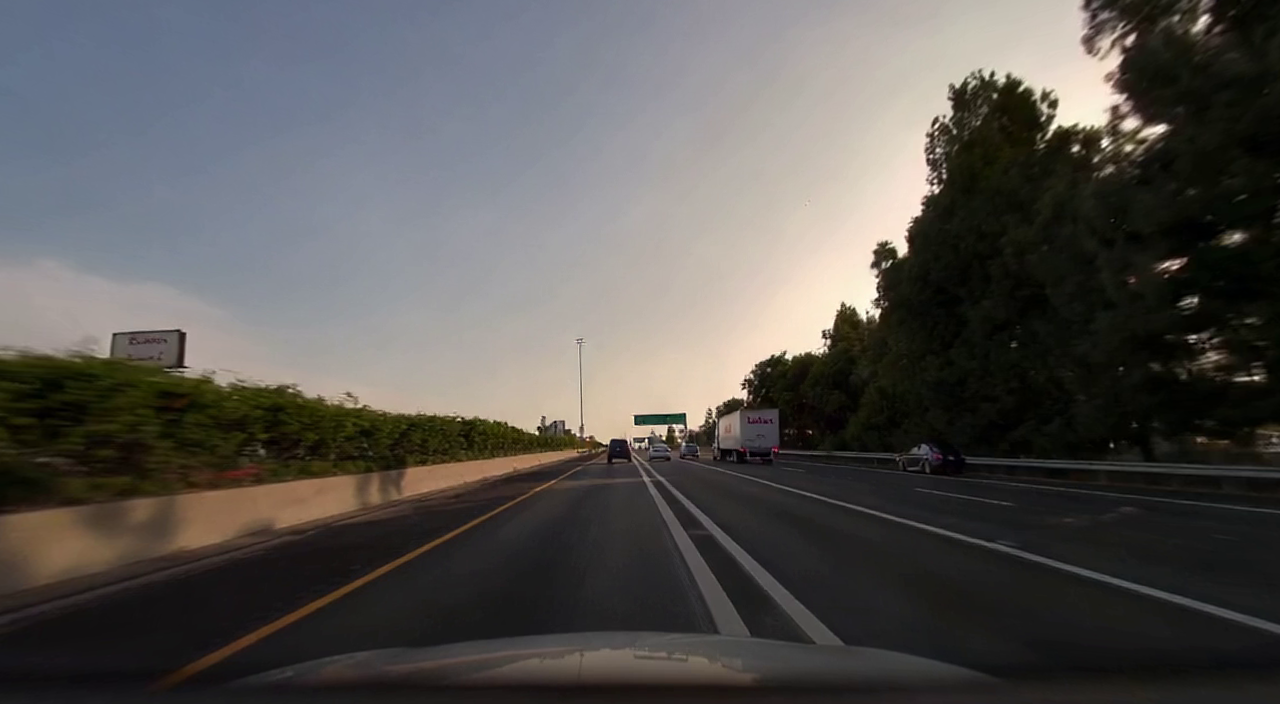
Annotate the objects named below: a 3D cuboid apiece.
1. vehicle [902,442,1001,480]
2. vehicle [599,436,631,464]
[{"bbox_3d":[13.258,4.638,27.236,1.862,1.462,4.459,0,-9,-1],"label":"vehicle"},{"bbox_3d":[-1.925,7.740,49.869,2.357,2.040,5.371,0,-9,-1],"label":"vehicle"}]
